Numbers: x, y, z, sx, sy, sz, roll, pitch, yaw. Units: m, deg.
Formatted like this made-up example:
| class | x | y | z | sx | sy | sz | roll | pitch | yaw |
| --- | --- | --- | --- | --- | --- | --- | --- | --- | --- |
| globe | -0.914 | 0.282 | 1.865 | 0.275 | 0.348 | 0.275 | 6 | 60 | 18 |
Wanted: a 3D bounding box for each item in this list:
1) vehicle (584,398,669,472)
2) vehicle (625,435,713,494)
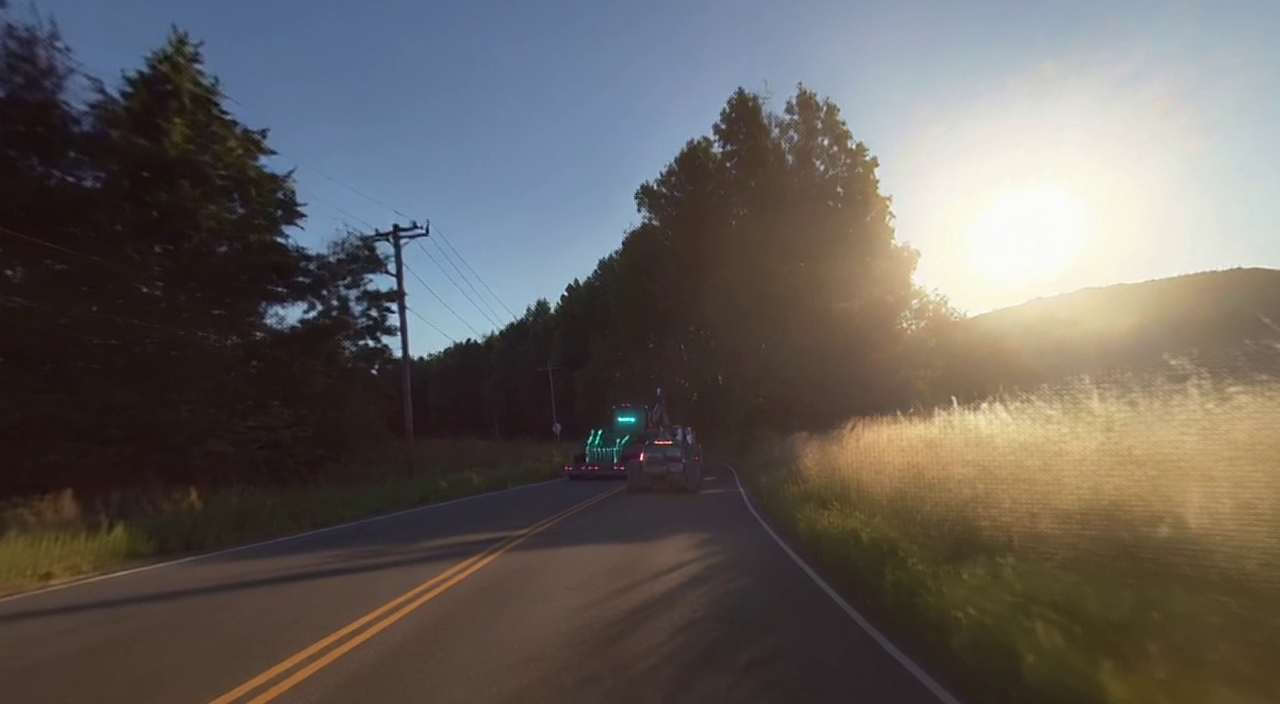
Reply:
| class | x | y | z | sx | sy | sz | roll | pitch | yaw |
| --- | --- | --- | --- | --- | --- | --- | --- | --- | --- |
| vehicle | -0.659 | 5.598 | 41.267 | 4.788 | 4.368 | 6.529 | 0 | -11 | 5 |
| vehicle | 0.880 | 3.158 | 18.035 | 2.196 | 1.465 | 4.294 | -1 | -9 | 4 |
